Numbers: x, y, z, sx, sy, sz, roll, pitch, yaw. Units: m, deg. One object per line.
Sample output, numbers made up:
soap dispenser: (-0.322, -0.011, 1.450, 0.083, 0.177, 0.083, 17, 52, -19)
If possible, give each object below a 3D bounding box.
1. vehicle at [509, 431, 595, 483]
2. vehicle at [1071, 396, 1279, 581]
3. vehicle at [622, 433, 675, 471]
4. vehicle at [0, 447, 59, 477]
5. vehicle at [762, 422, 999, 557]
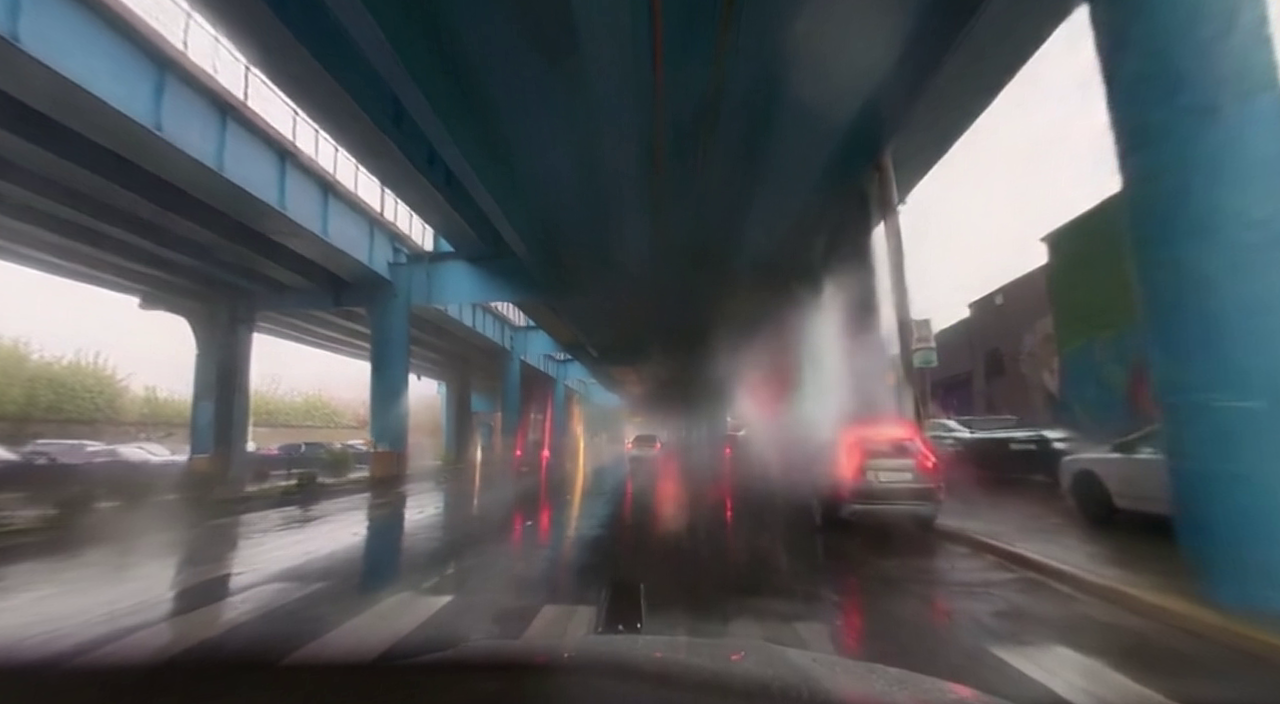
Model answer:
vehicle: (-2.762, 3.421, 20.905, 2.024, 1.533, 4.549, 0, -8, 2)
vehicle: (7.616, 1.532, 7.385, 2.275, 1.834, 4.294, 1, -7, 3)
vehicle: (0.402, 4.403, 28.030, 2.155, 1.571, 3.734, 0, -8, 2)
vehicle: (-33.688, 5.809, 33.355, 4.152, 1.520, 1.914, 9, -12, -39)
vehicle: (3.245, 1.897, 9.550, 1.983, 1.589, 4.010, 0, -8, 0)
